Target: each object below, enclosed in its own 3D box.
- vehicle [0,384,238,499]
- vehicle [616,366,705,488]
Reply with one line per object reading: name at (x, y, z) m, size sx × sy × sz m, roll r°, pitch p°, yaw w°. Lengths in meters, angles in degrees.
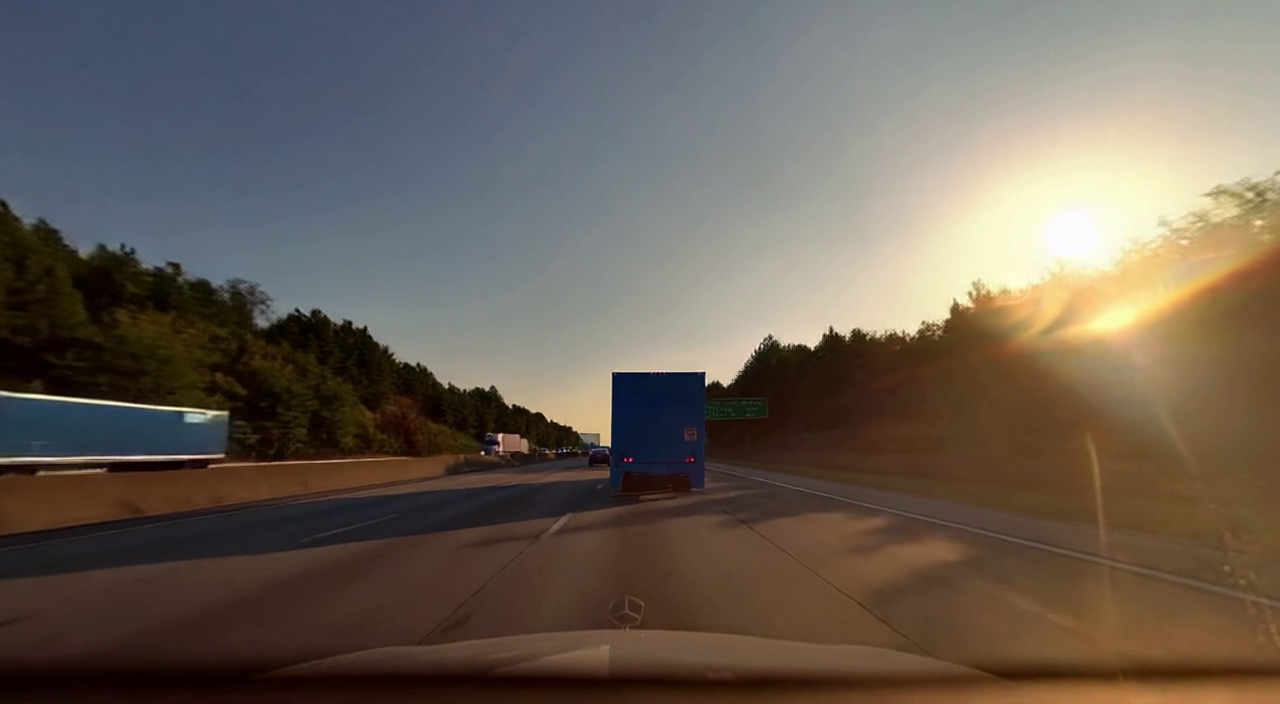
vehicle at (-24.179, 4.076, 28.009) m, size 3.013 × 4.037 × 14.686 m, roll 0°, pitch -9°, yaw 0°
vehicle at (0.624, 3.222, 25.741) m, size 2.898 × 3.973 × 10.063 m, roll 0°, pitch -9°, yaw 0°
